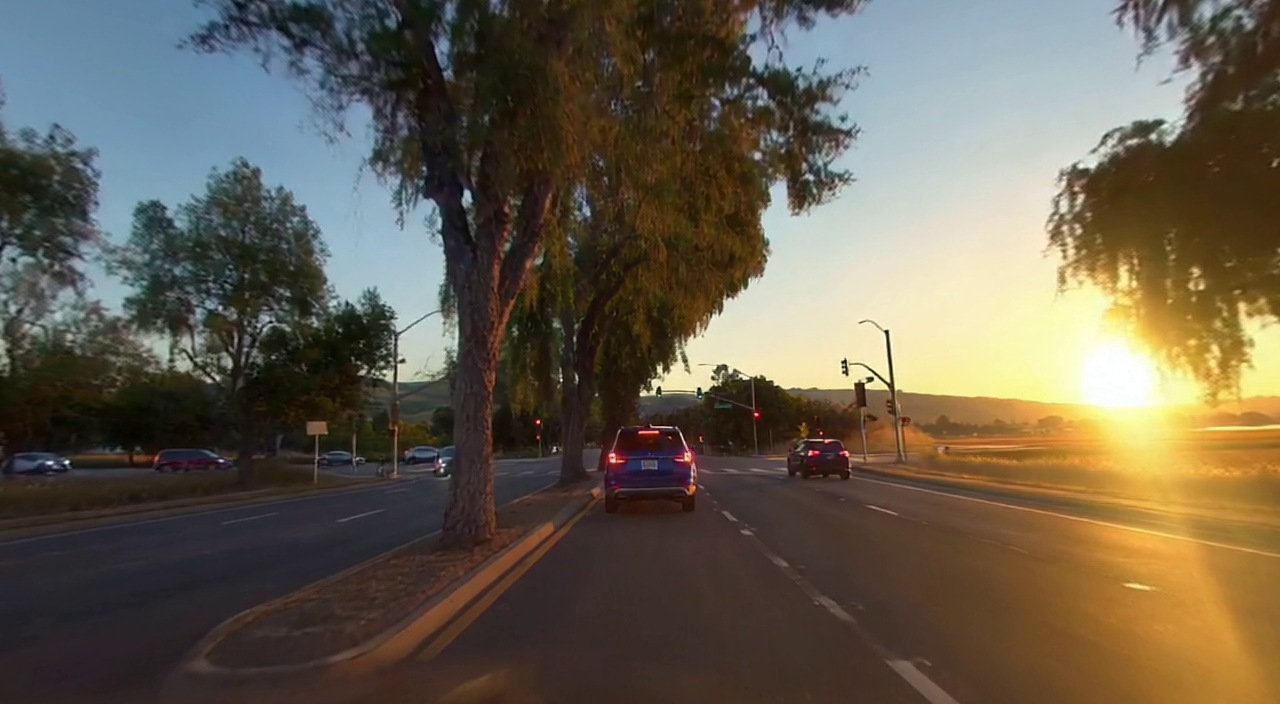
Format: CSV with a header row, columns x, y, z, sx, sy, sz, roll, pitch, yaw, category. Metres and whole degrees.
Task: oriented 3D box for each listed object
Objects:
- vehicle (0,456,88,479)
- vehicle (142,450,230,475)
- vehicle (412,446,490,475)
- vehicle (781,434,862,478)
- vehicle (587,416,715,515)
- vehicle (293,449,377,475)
x,y,z,sx,sy,sz,roll,pitch,yaw,category
-40.953,7.874,42.979,4.559,1.458,2.265,-1,-8,3,vehicle
-31.458,7.654,43.760,4.608,1.680,2.026,-1,-8,3,vehicle
-10.906,6.168,36.166,2.425,1.480,4.707,7,-11,-41,vehicle
7.279,4.208,25.835,2.012,1.636,4.352,0,-8,0,vehicle
0.203,2.357,13.514,2.298,1.770,4.138,0,-8,0,vehicle
-20.044,7.196,41.527,4.510,1.606,2.192,-2,-9,12,vehicle
